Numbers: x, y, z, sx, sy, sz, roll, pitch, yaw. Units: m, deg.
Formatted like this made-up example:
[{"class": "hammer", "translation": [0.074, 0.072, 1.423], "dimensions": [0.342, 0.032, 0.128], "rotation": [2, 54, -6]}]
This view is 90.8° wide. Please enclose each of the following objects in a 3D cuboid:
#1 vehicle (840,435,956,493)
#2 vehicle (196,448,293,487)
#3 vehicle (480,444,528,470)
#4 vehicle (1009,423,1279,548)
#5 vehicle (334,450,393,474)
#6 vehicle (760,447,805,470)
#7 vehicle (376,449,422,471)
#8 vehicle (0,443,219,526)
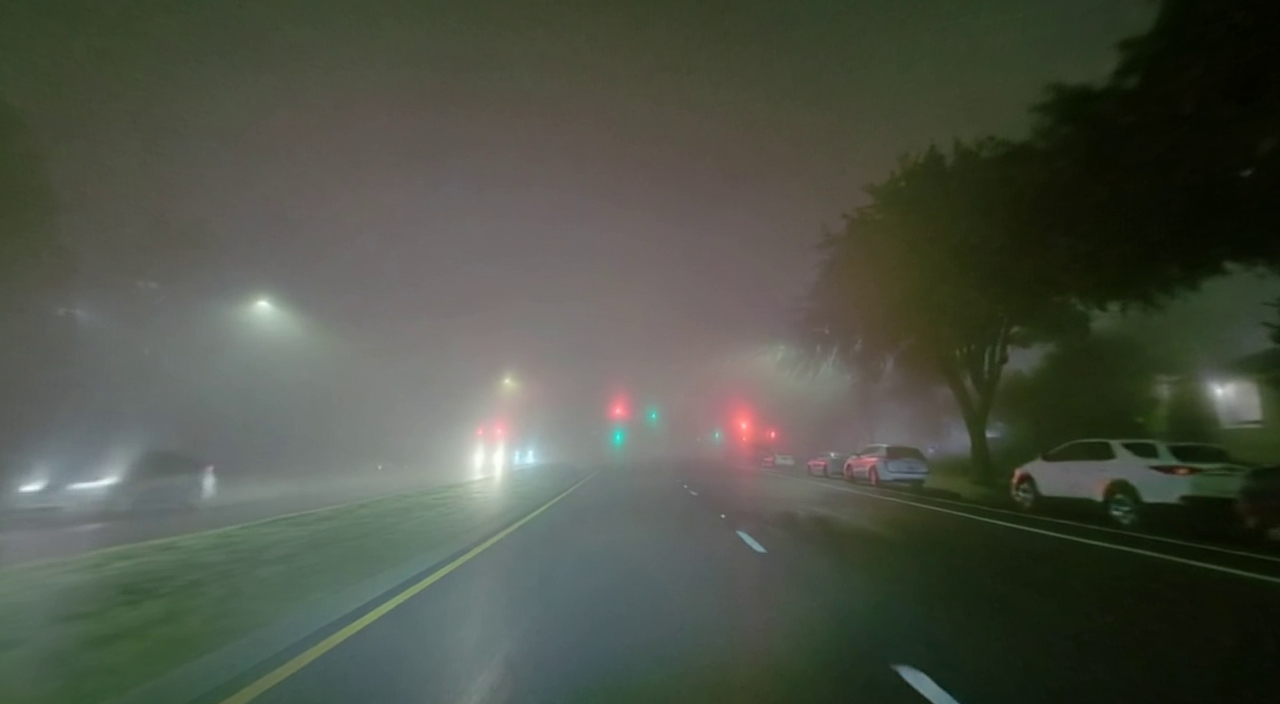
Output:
[{"class": "vehicle", "translation": [9.839, 4.308, 24.735], "dimensions": [2.176, 1.893, 5.744], "rotation": [2, -8, 0]}, {"class": "vehicle", "translation": [-18.382, 5.331, 29.627], "dimensions": [1.842, 1.660, 4.120], "rotation": [0, -8, 0]}, {"class": "vehicle", "translation": [-8.203, 6.347, 38.463], "dimensions": [1.922, 1.486, 4.392], "rotation": [0, -8, 1]}, {"class": "vehicle", "translation": [9.990, 2.453, 12.471], "dimensions": [2.182, 1.902, 5.406], "rotation": [0, -8, 1]}, {"class": "vehicle", "translation": [-18.306, 7.282, 42.070], "dimensions": [1.844, 1.480, 4.729], "rotation": [0, -8, -1]}, {"class": "vehicle", "translation": [9.785, 7.300, 43.740], "dimensions": [1.931, 1.473, 4.742], "rotation": [0, -8, 0]}, {"class": "vehicle", "translation": [-18.407, 8.243, 48.511], "dimensions": [1.728, 1.512, 4.554], "rotation": [0, -8, 0]}, {"class": "vehicle", "translation": [-11.668, 2.745, 13.760], "dimensions": [1.826, 1.472, 4.493], "rotation": [0, -8, 1]}]
